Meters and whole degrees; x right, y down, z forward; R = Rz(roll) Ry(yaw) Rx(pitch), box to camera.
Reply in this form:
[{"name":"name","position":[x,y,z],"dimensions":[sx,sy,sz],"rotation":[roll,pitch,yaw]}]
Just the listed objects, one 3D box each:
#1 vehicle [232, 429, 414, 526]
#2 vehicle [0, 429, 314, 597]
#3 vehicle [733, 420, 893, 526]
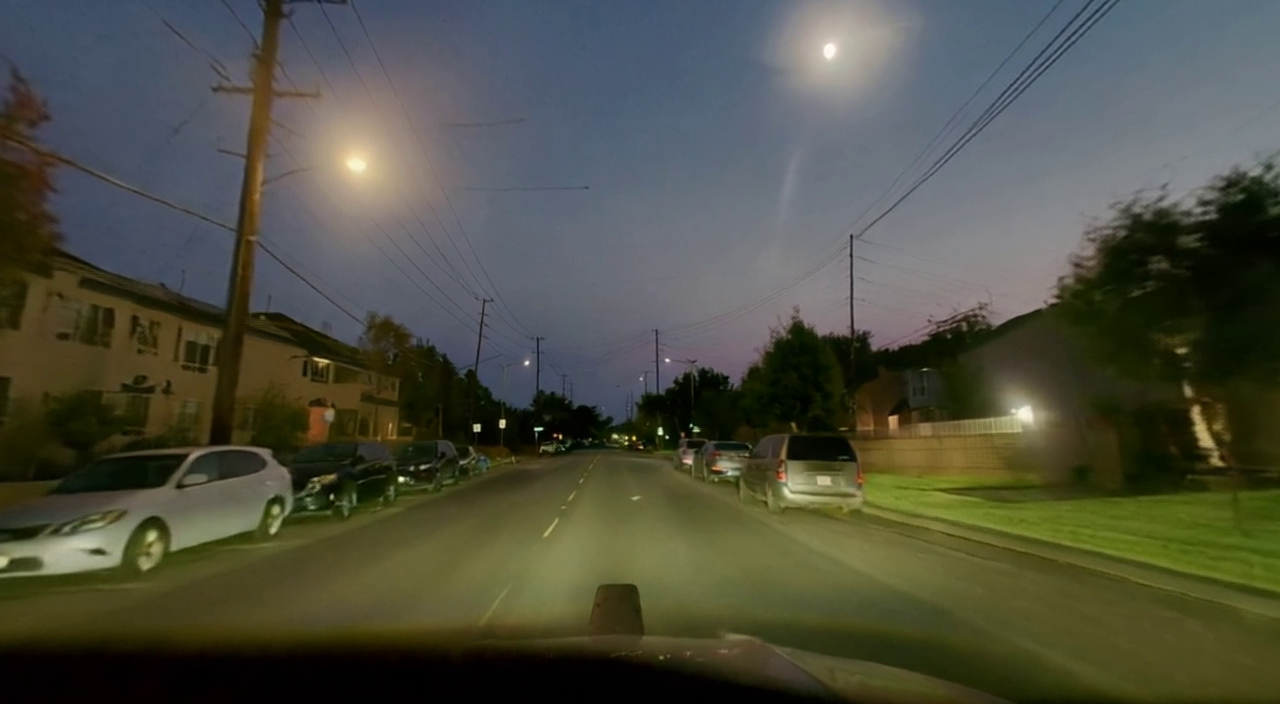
[{"name":"vehicle","position":[-6.642,2.614,13.914],"dimensions":[1.988,1.734,4.400],"rotation":[-1,-8,-4]},{"name":"vehicle","position":[-6.289,1.874,8.390],"dimensions":[1.863,1.561,4.380],"rotation":[-3,-7,-4]},{"name":"vehicle","position":[3.205,2.344,12.716],"dimensions":[1.936,1.756,4.127],"rotation":[0,-9,-2]}]
